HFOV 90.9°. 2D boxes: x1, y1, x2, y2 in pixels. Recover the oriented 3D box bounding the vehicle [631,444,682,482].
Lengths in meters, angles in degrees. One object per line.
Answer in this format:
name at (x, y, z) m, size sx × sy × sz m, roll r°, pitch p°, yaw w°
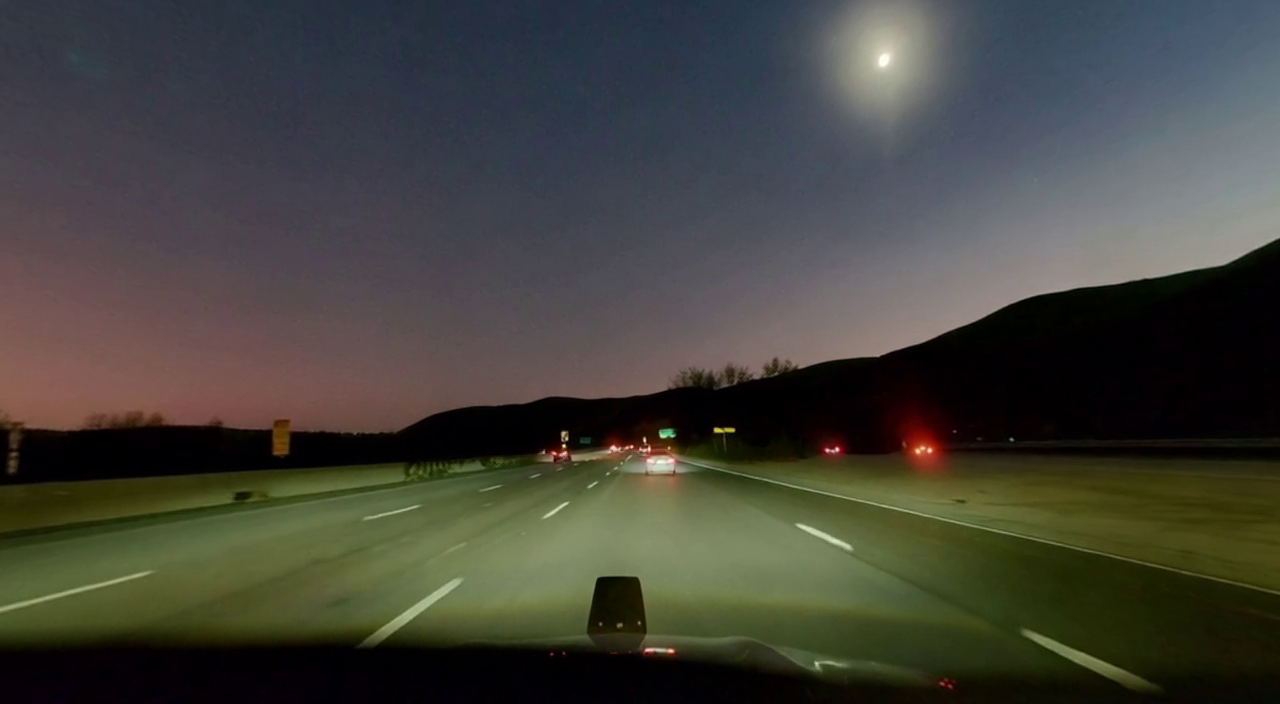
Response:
vehicle at (0.681, 4.744, 27.248) m, size 2.019 × 1.475 × 4.301 m, roll -1°, pitch -9°, yaw 0°
